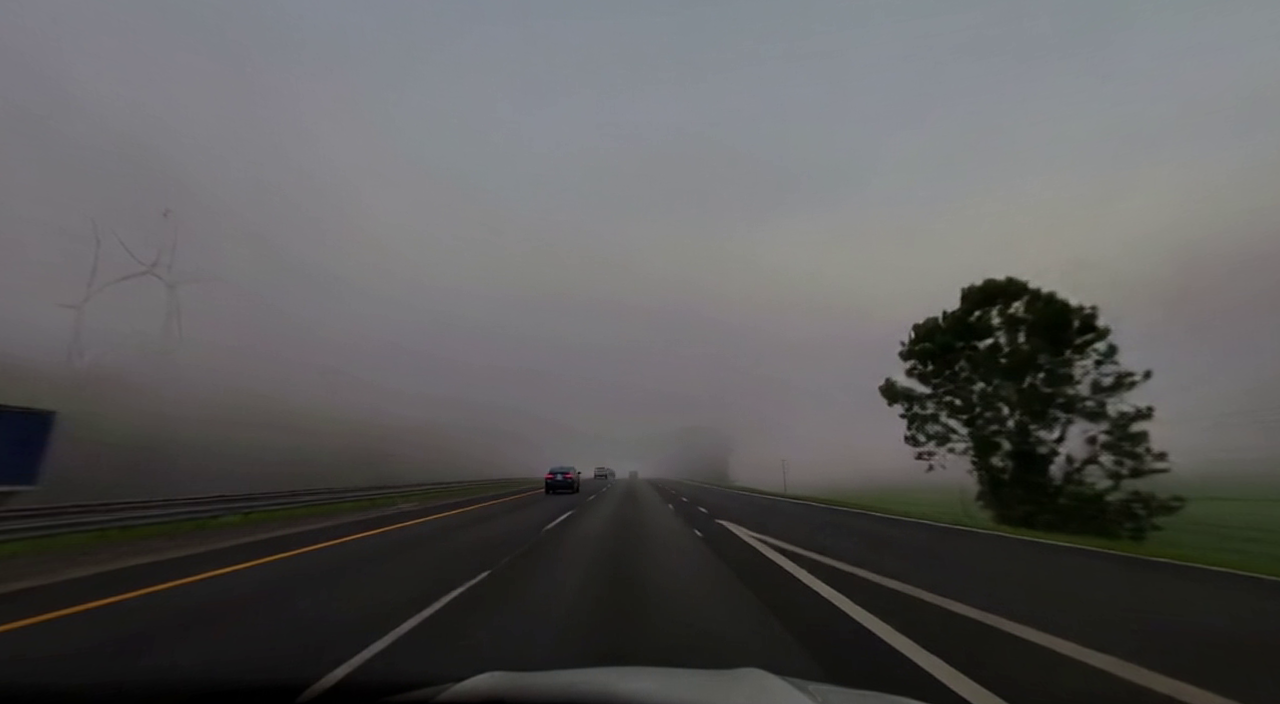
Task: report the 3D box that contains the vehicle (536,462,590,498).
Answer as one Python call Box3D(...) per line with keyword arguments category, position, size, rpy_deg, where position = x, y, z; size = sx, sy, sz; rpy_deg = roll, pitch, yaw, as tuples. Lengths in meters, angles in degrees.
Box3D(category="vehicle", position=(-3.530, 5.961, 29.438), size=(2.001, 1.486, 4.104), rpy_deg=(1, -10, 0))
